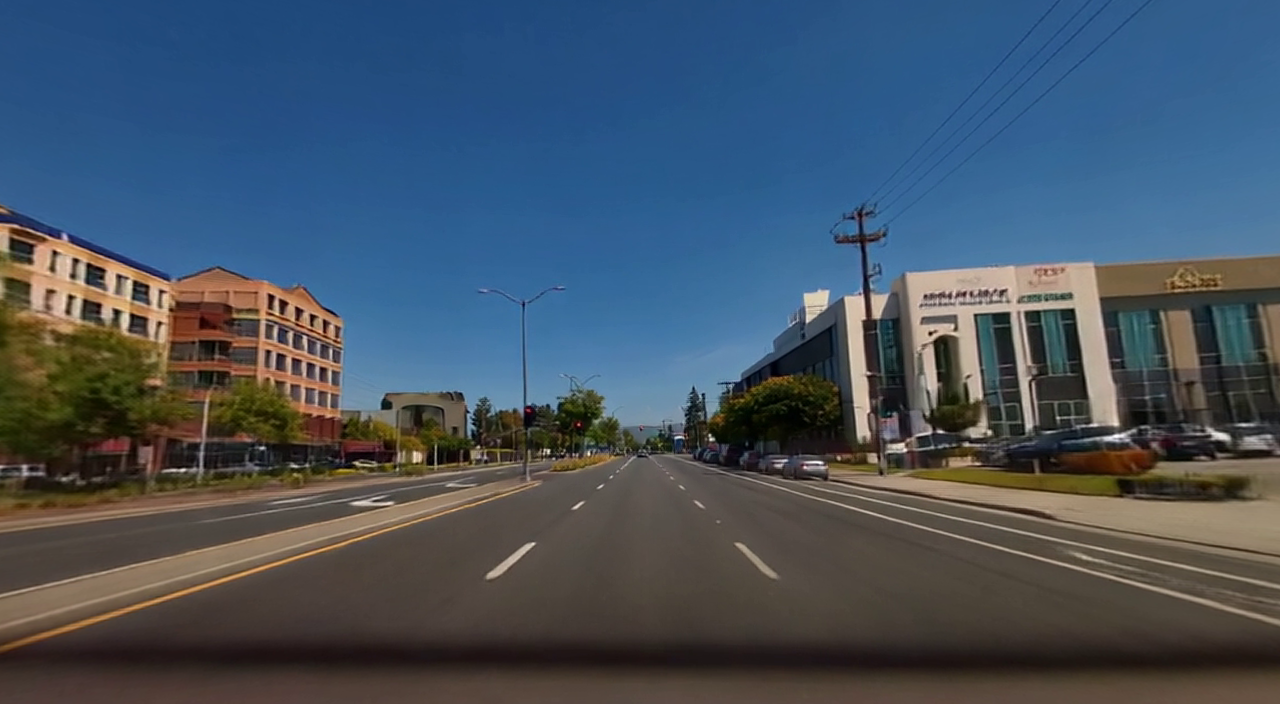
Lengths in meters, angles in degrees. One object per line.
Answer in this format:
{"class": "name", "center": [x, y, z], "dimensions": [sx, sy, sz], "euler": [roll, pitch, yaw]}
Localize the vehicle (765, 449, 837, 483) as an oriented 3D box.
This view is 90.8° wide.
{"class": "vehicle", "center": [7.575, 5.400, 30.214], "dimensions": [2.066, 1.451, 4.783], "euler": [0, -9, -2]}
